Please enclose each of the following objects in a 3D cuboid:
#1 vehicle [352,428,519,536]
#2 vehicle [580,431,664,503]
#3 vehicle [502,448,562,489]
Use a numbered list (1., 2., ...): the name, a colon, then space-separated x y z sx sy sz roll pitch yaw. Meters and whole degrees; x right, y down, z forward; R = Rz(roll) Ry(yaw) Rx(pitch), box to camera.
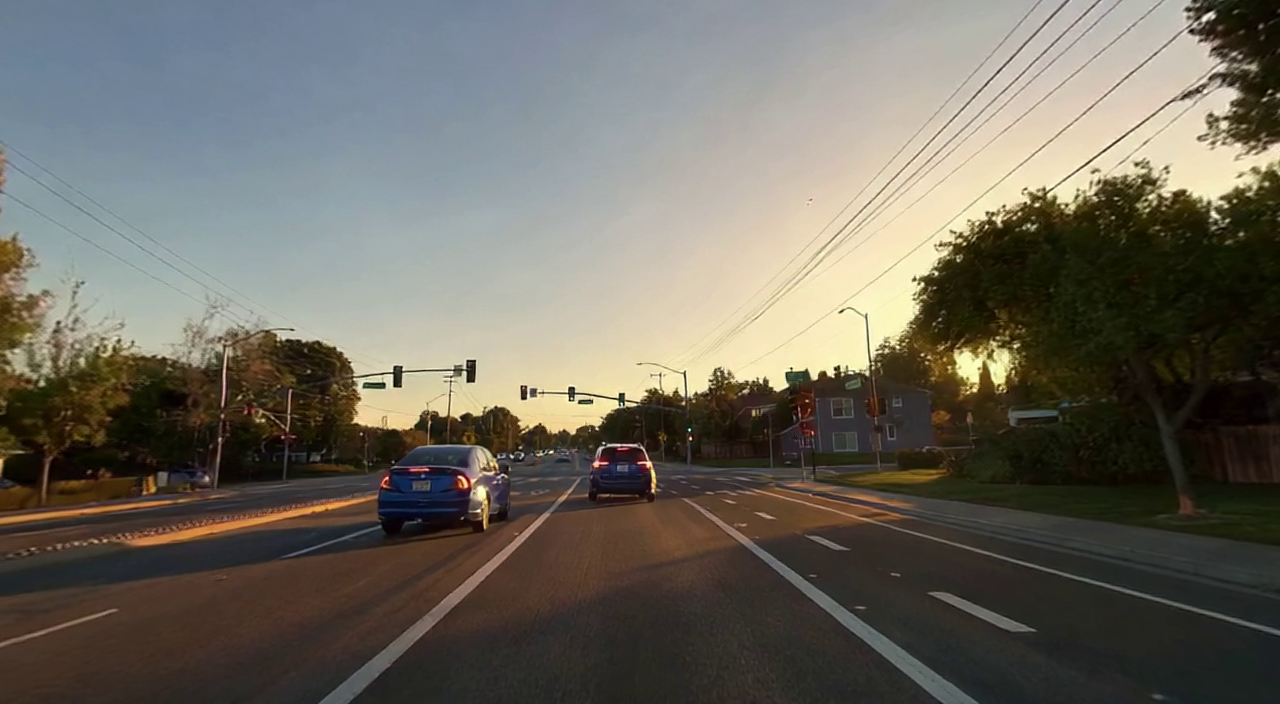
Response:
1. vehicle: -3.622 2.369 12.095 1.899 1.685 4.121 0 -9 -2
2. vehicle: -0.541 3.281 18.444 2.155 1.836 4.250 0 -9 -2
3. vehicle: -4.172 4.563 25.099 1.863 1.449 4.153 0 -9 -3
